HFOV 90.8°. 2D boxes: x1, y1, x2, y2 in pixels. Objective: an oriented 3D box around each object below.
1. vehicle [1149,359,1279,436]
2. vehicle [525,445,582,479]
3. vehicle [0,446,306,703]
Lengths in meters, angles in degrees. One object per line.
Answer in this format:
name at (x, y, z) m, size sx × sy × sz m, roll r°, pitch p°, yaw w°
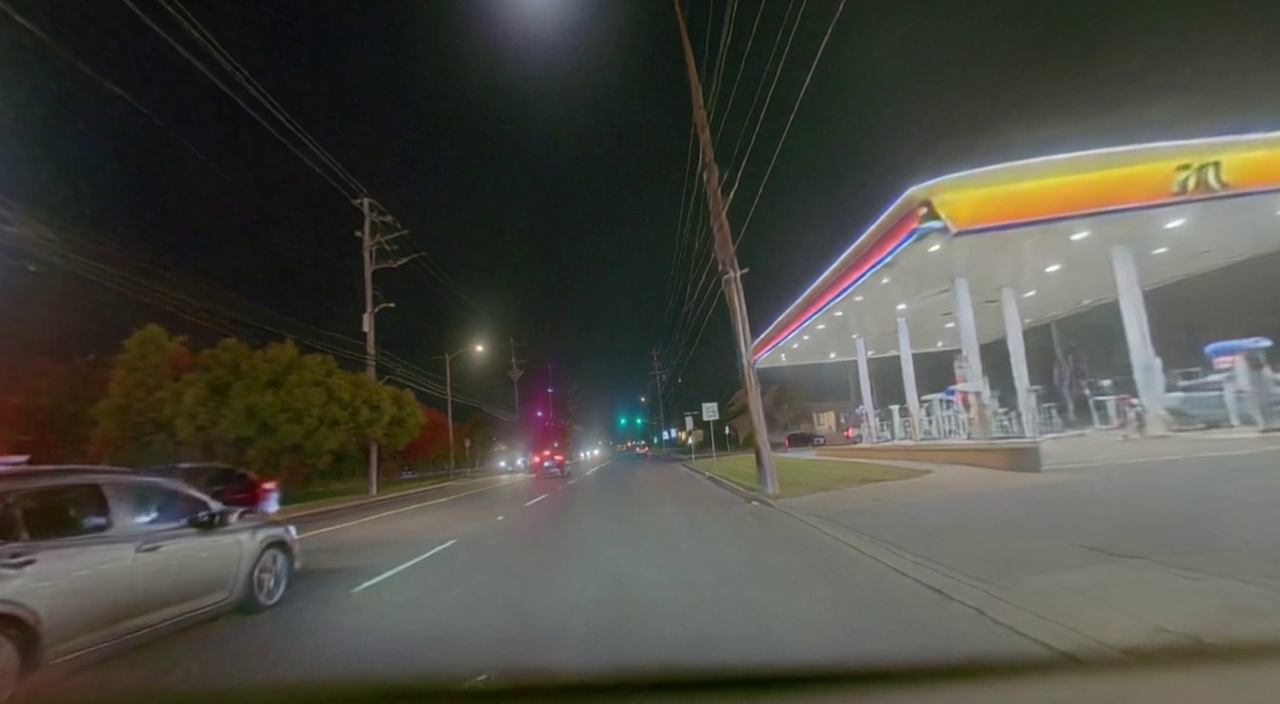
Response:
vehicle at (14.272, 1.099, 14.347) m, size 1.835 × 1.549 × 4.178 m, roll 0°, pitch -8°, yaw -2°
vehicle at (-3.950, 5.106, 29.577) m, size 1.943 × 1.455 × 4.414 m, roll 0°, pitch -8°, yaw 1°
vehicle at (-4.040, 1.288, 3.710) m, size 1.704 × 1.430 × 4.587 m, roll 0°, pitch -8°, yaw -1°
